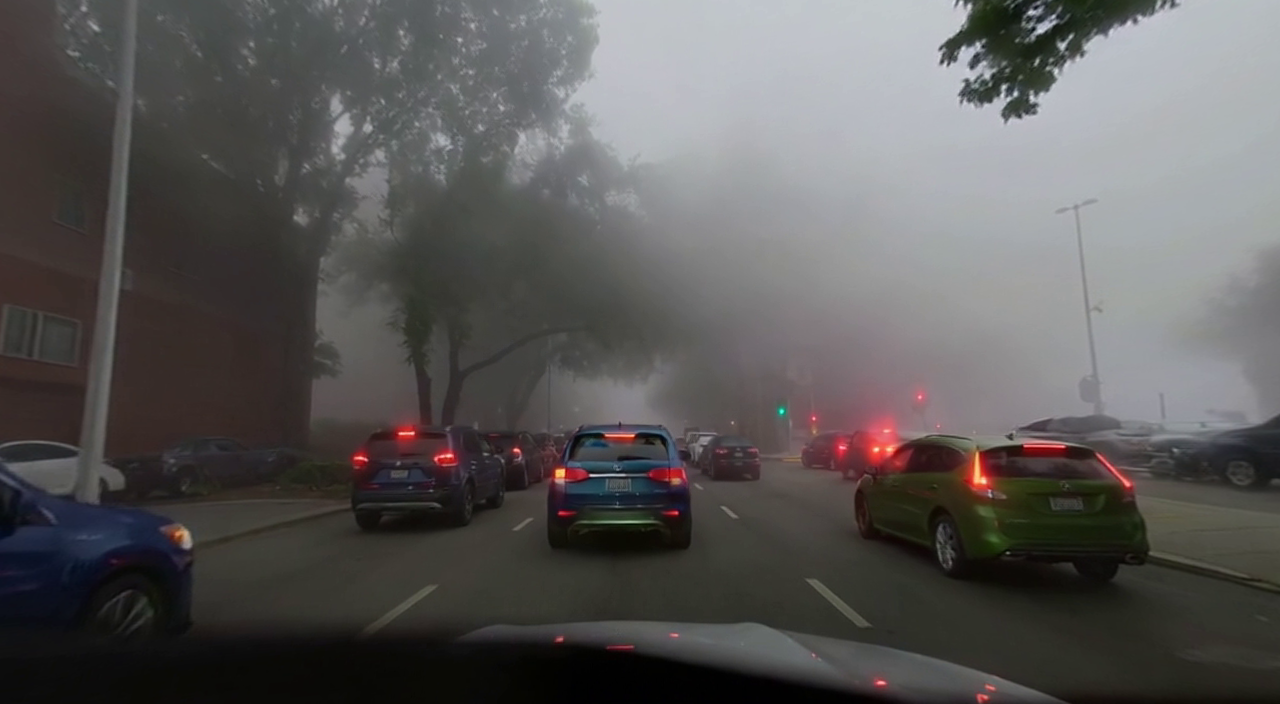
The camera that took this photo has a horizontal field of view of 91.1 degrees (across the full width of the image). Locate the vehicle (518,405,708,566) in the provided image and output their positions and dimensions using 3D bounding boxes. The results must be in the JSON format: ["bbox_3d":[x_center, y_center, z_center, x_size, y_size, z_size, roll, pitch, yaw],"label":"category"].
[{"bbox_3d":[-0.237,1.724,8.806,2.022,1.700,4.084,0,-8,1],"label":"vehicle"}]

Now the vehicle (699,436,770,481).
[{"bbox_3d":[3.340,3.848,23.004,1.948,1.475,4.093,0,-8,0],"label":"vehicle"}]

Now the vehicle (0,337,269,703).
[{"bbox_3d":[-3.448,0.720,1.779,2.047,1.710,4.314,0,-8,1],"label":"vehicle"}]

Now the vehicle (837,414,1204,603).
[{"bbox_3d":[3.778,1.586,7.227,1.847,1.554,3.885,0,-8,2],"label":"vehicle"}]

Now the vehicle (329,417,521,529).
[{"bbox_3d":[-3.736,2.189,11.904,2.012,1.701,4.316,0,-8,1],"label":"vehicle"}]
